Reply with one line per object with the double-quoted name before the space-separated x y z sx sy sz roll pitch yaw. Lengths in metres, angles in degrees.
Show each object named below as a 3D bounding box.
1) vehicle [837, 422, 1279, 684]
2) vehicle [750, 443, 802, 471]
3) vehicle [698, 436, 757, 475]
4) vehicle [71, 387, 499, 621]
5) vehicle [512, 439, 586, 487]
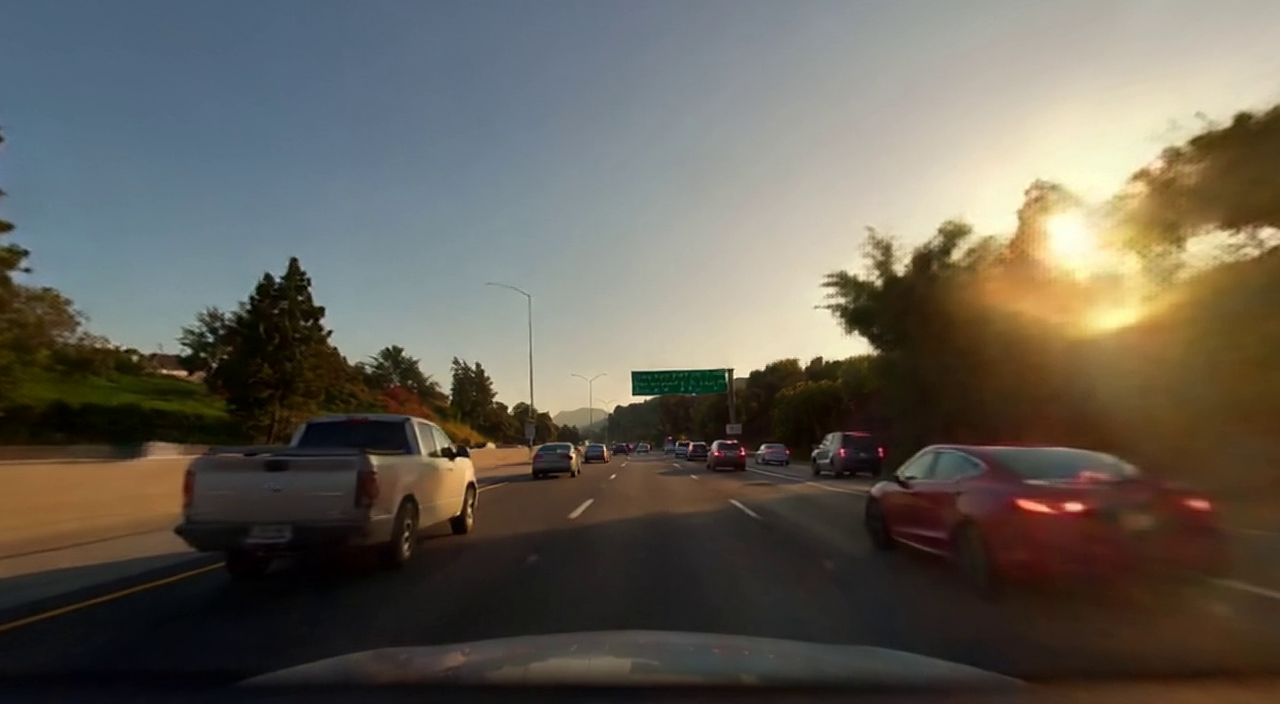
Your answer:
"vehicle" 3.746 1.496 6.067 2.040 1.461 4.822 0 -8 -1
"vehicle" 7.788 6.032 36.597 1.904 1.473 4.598 0 -8 -1
"vehicle" 4.182 5.041 30.971 2.144 1.752 4.765 0 -8 -1
"vehicle" -3.239 1.500 7.232 2.139 1.764 4.707 0 -8 0
"vehicle" -3.293 4.128 23.916 1.974 1.589 5.047 -1 -8 1
